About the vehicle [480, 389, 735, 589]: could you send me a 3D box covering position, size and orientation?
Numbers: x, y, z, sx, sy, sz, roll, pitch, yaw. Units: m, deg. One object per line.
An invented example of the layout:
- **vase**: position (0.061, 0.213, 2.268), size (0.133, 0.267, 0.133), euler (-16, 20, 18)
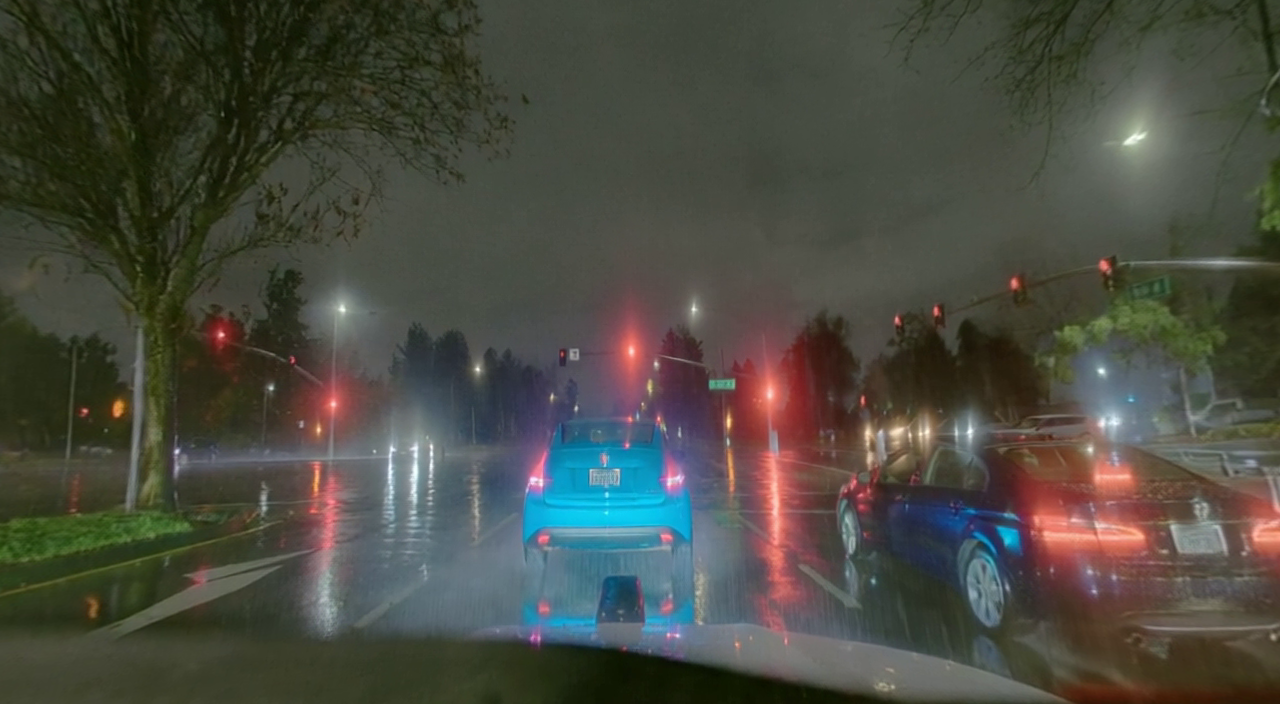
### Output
- **vehicle**: position (-0.343, 1.525, 7.787), size (2.247, 1.760, 4.231), euler (0, -9, -2)

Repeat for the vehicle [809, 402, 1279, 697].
- **vehicle**: position (3.168, 1.401, 5.763), size (1.932, 1.562, 4.629), euler (0, -9, -1)
